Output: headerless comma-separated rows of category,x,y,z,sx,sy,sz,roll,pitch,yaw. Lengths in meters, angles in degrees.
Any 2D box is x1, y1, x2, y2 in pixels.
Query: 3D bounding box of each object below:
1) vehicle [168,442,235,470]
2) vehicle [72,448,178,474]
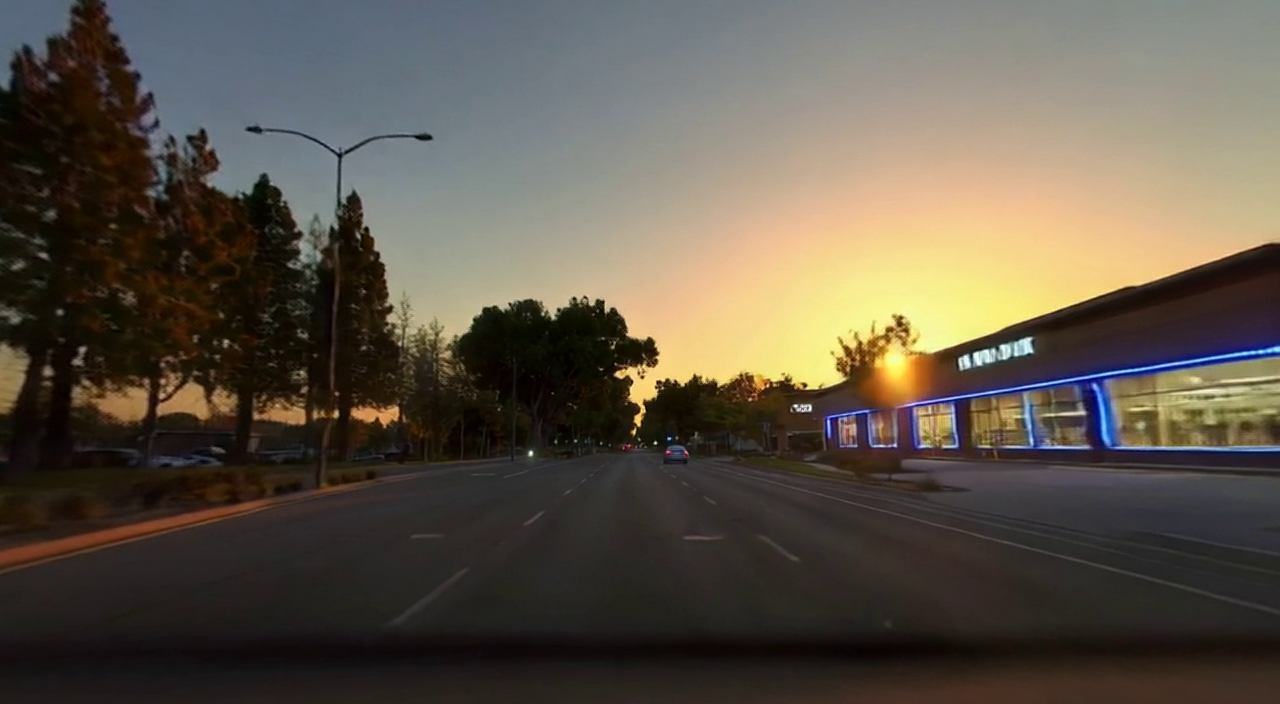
vehicle,-33.389,7.905,47.948,3.825,1.489,1.778,-7,-7,-2
vehicle,-32.871,6.946,40.279,4.736,1.573,2.176,0,-8,-3
